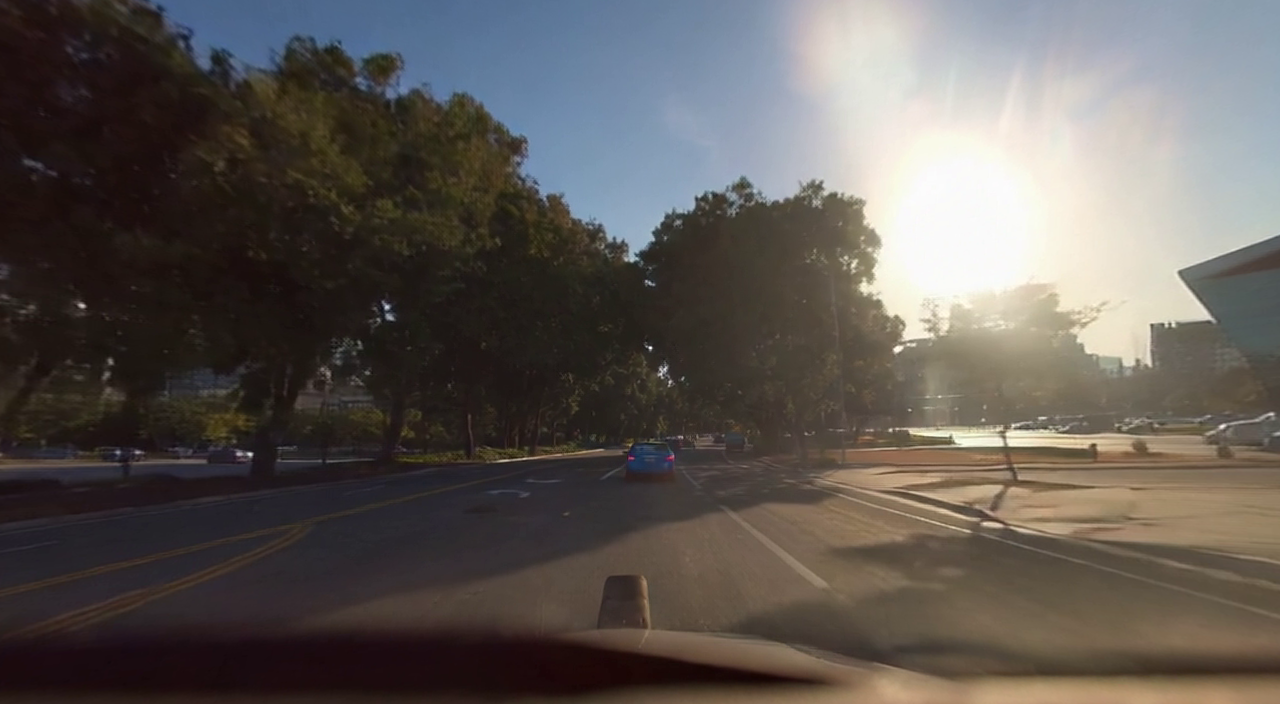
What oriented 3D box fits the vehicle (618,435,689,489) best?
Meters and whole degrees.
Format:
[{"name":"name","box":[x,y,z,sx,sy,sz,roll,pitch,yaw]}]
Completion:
[{"name":"vehicle","box":[0.409,3.401,19.815,2.010,1.535,3.735,0,-8,1]}]

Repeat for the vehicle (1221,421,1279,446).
[{"name":"vehicle","box":[43.073,5.585,43.335,4.176,1.648,1.872,-1,-8,4]}]
